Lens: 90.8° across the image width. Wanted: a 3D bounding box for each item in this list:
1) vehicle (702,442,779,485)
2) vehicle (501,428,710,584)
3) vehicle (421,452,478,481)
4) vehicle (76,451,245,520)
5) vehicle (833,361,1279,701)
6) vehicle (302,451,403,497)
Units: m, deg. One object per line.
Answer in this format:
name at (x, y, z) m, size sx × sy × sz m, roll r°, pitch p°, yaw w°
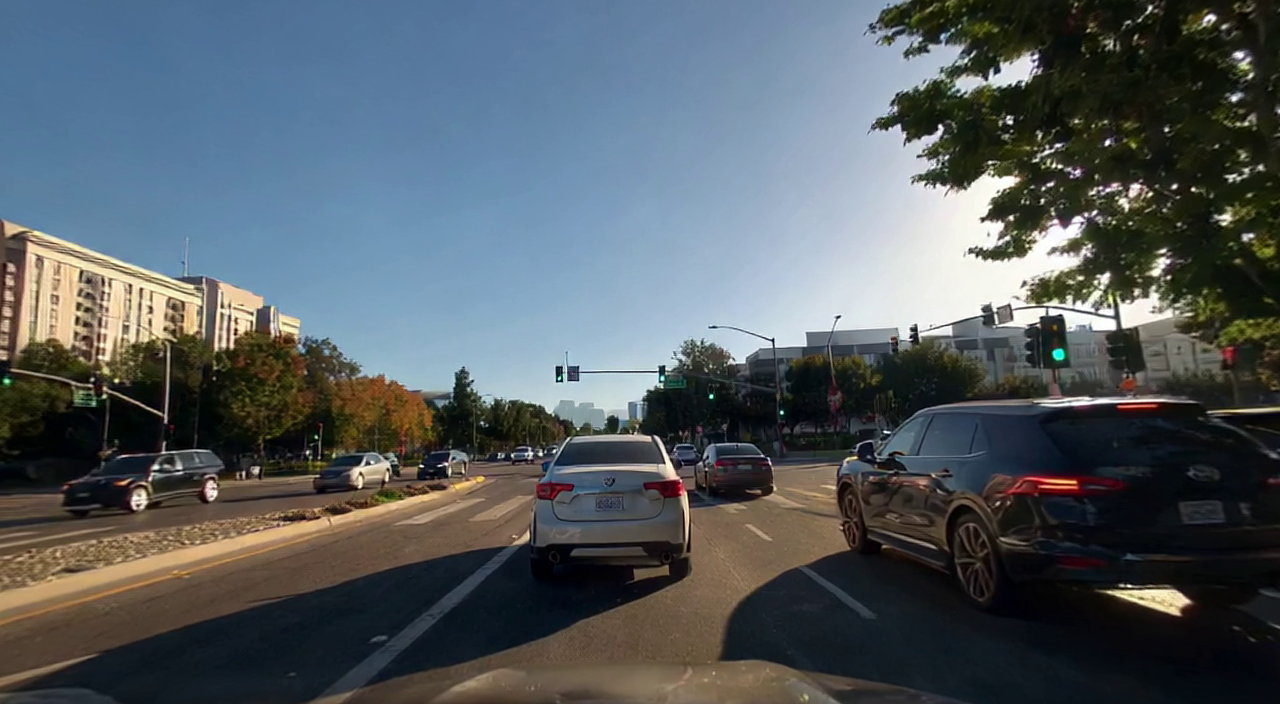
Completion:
vehicle at (3.658, 4.159, 23.876) m, size 2.123 × 1.455 × 4.318 m, roll 0°, pitch -8°, yaw -1°
vehicle at (-0.337, 1.795, 8.195) m, size 2.034 × 1.500 × 3.966 m, roll 0°, pitch -8°, yaw 0°
vehicle at (-11.361, 6.851, 37.959) m, size 1.992 × 1.562 × 4.361 m, roll 0°, pitch -8°, yaw 1°
vehicle at (-15.000, 4.128, 20.147) m, size 1.974 × 1.894 × 4.244 m, roll 0°, pitch -8°, yaw 1°
vehicle at (3.540, 1.261, 5.661) m, size 2.107 × 1.773 × 4.557 m, roll 0°, pitch -8°, yaw -1°
vehicle at (-11.503, 4.873, 25.634) m, size 1.903 × 1.627 × 4.308 m, roll -1°, pitch -8°, yaw 2°
